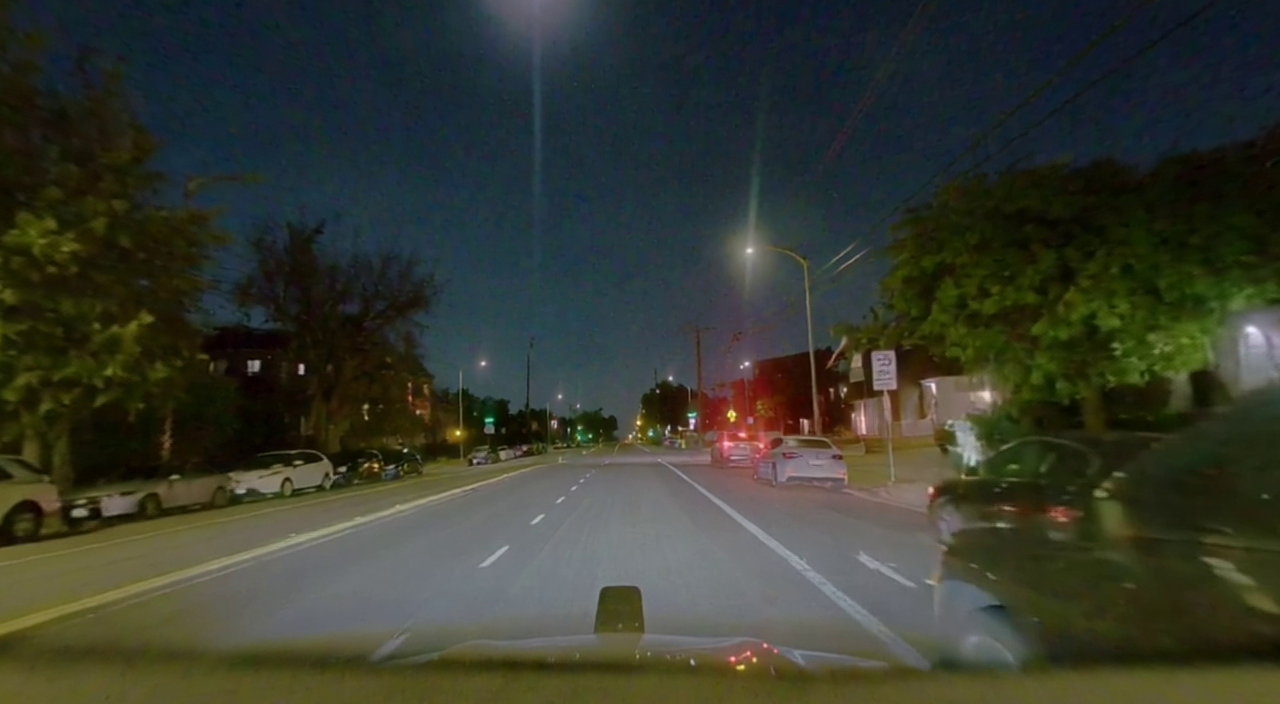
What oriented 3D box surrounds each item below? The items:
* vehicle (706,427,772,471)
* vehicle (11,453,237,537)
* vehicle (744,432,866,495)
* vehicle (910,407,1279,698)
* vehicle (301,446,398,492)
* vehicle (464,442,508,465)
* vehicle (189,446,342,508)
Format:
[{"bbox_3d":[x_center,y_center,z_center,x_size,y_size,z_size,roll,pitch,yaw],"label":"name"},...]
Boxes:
[{"bbox_3d":[4.346,4.314,28.469,2.126,1.802,4.259,0,-8,-2],"label":"vehicle"},{"bbox_3d":[-11.177,3.056,14.133,1.689,1.461,4.008,0,-8,-1],"label":"vehicle"},{"bbox_3d":[4.251,2.919,17.111,1.989,1.471,4.460,0,-8,-1],"label":"vehicle"},{"bbox_3d":[4.368,1.353,5.632,1.960,1.512,4.606,0,-8,1],"label":"vehicle"},{"bbox_3d":[-11.021,4.425,24.366,1.804,1.513,4.450,0,-8,-2],"label":"vehicle"},{"bbox_3d":[-11.472,7.559,47.323,1.970,1.523,4.702,-1,-8,2],"label":"vehicle"},{"bbox_3d":[-11.035,3.667,19.120,1.955,1.522,4.759,0,-8,-3],"label":"vehicle"}]
